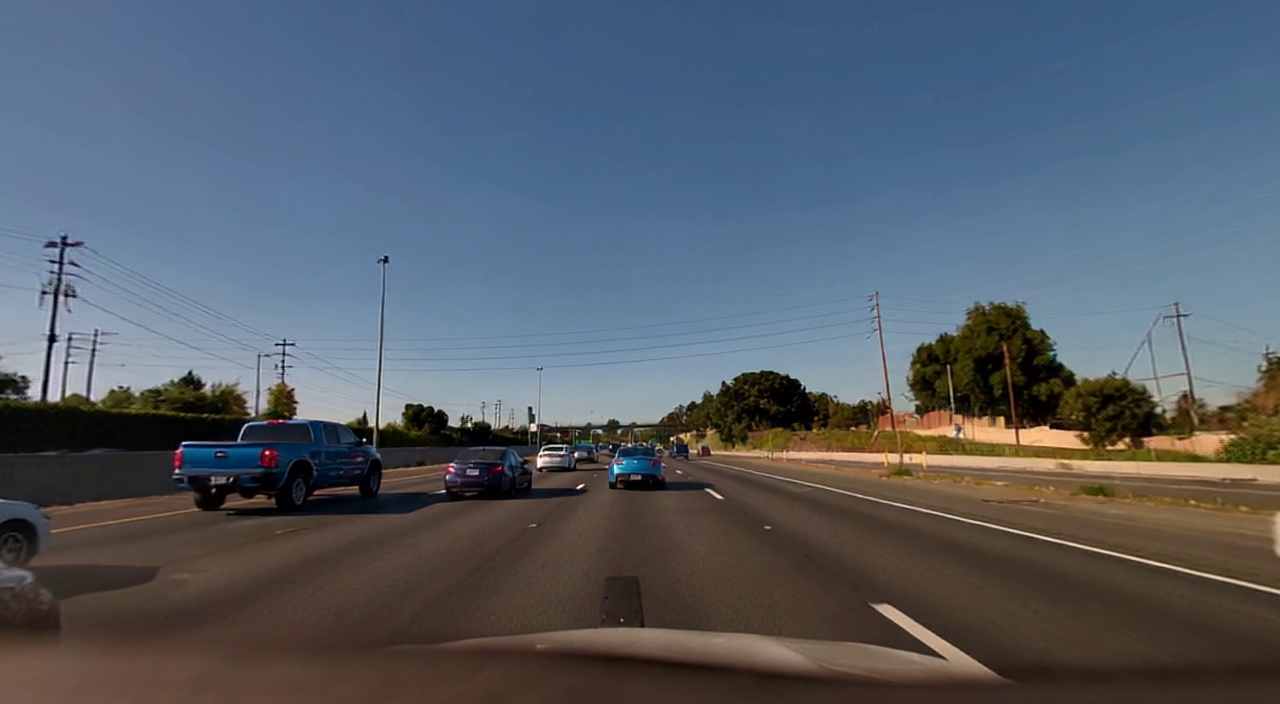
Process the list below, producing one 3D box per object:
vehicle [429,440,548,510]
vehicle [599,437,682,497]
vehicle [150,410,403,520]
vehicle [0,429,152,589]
[{"bbox_3d":[-3.478,2.874,15.328,1.899,1.437,4.131,0,-8,0],"label":"vehicle"},{"bbox_3d":[-0.023,3.264,18.365,2.102,1.499,4.439,0,-8,-1],"label":"vehicle"},{"bbox_3d":[-7.500,2.415,14.040,2.194,1.922,5.637,0,-8,1],"label":"vehicle"},{"bbox_3d":[-6.876,1.363,5.227,1.900,1.461,4.706,0,-8,0],"label":"vehicle"}]
